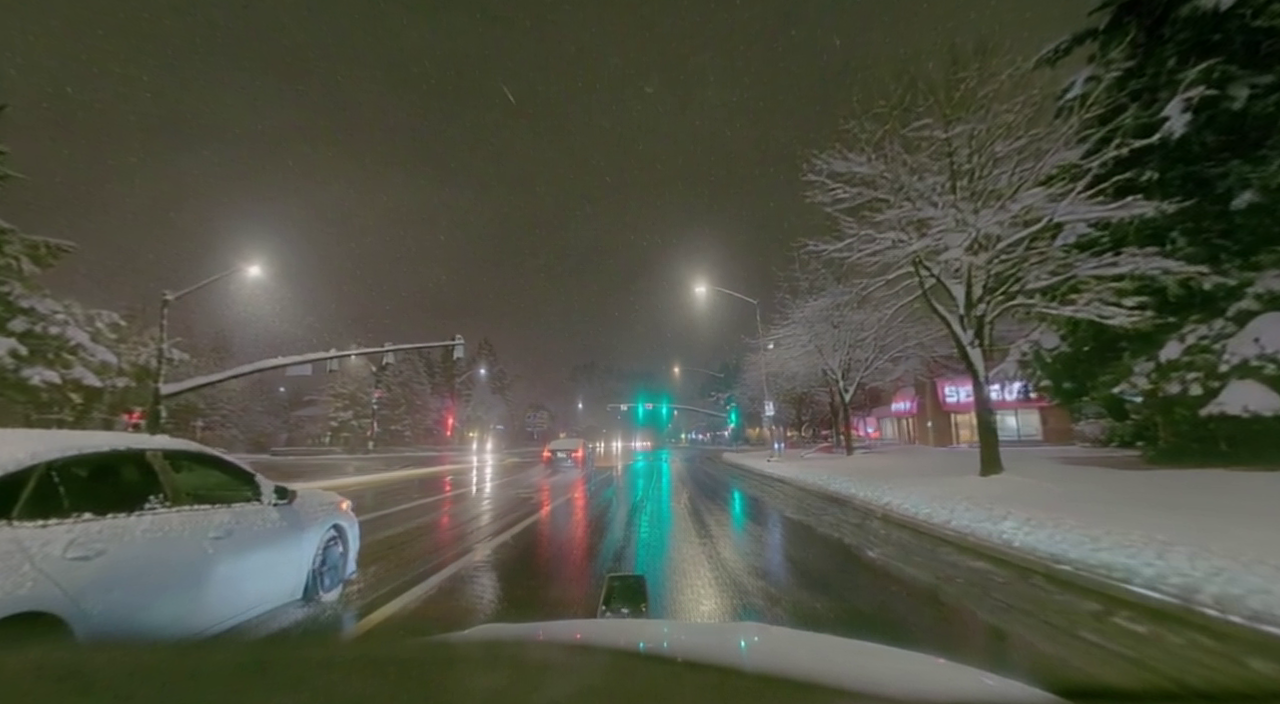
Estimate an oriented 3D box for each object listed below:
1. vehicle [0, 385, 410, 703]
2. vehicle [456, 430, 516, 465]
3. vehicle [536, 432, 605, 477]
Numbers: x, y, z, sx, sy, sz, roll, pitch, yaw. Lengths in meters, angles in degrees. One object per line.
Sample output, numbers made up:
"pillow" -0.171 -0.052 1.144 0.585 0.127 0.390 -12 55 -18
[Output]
"vehicle" -3.197 1.086 3.678 2.018 1.477 4.401 0 -8 0
"vehicle" -8.839 5.553 36.625 2.030 1.906 4.661 0 -8 3
"vehicle" -2.776 4.243 26.198 2.109 1.692 4.220 -1 -8 4
